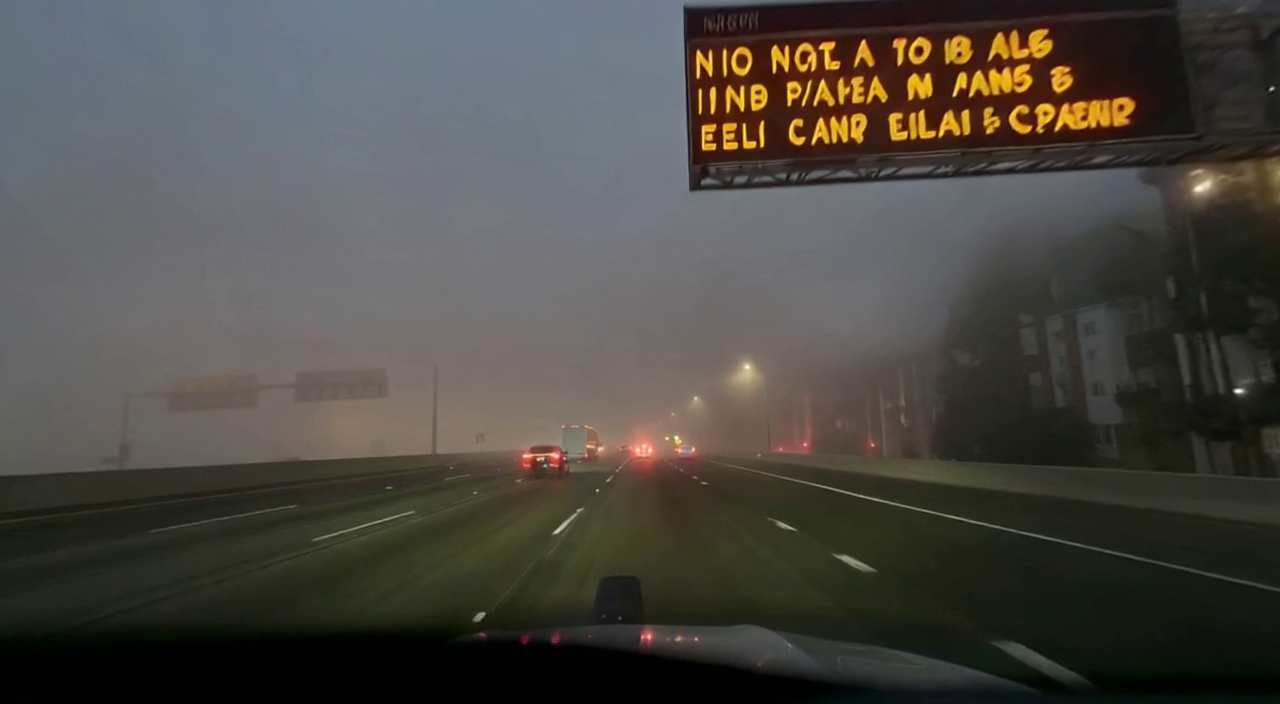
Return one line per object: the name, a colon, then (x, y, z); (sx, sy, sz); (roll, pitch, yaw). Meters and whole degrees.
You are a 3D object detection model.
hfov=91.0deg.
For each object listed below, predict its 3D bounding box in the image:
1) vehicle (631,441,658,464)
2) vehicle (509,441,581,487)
vehicle: (0.309, 7.937, 49.826); (2.021, 1.666, 4.108); (0, -9, 0)
vehicle: (-3.646, 4.409, 25.077); (2.195, 1.630, 4.336); (0, -9, 0)
